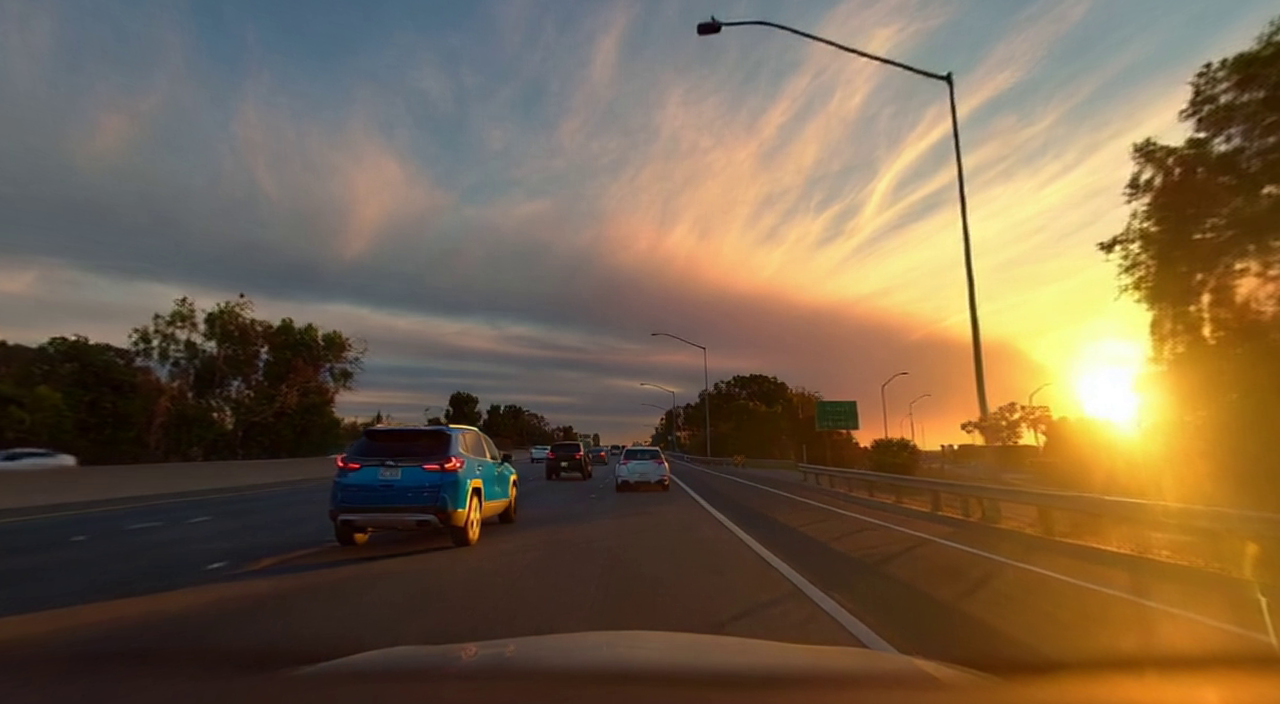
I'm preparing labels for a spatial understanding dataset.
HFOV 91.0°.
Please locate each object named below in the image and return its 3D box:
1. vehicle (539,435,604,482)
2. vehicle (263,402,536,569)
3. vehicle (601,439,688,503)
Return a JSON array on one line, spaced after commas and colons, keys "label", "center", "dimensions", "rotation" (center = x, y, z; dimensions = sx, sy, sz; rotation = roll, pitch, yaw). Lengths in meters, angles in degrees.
[{"label": "vehicle", "center": [-2.752, 4.431, 26.459], "dimensions": [2.125, 1.771, 4.721], "rotation": [0, -9, 1]}, {"label": "vehicle", "center": [-2.967, 1.762, 8.971], "dimensions": [2.123, 1.798, 4.108], "rotation": [0, -9, 2]}, {"label": "vehicle", "center": [0.097, 3.151, 17.078], "dimensions": [2.068, 1.488, 4.045], "rotation": [0, -9, -1]}]
